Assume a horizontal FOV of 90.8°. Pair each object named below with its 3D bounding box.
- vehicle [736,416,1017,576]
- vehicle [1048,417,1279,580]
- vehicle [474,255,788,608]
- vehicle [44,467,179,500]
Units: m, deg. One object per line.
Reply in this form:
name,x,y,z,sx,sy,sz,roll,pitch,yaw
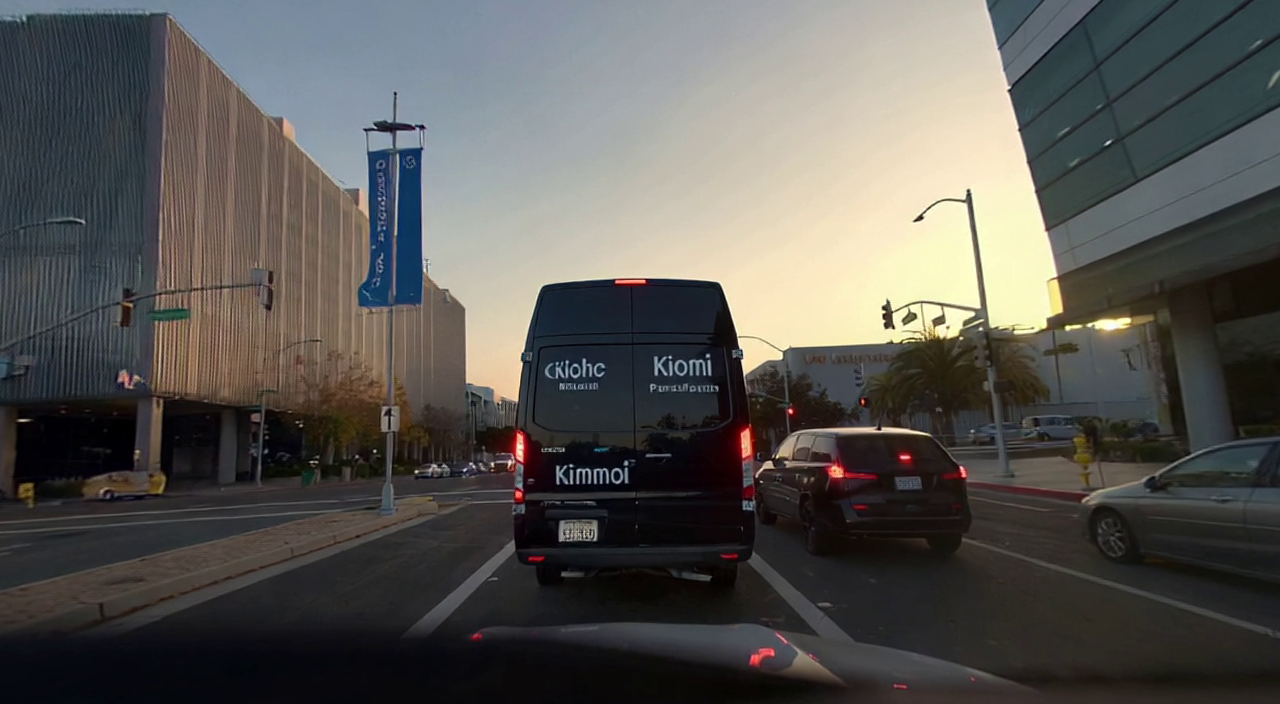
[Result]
vehicle,2.877,1.868,9.055,2.183,1.676,4.506,0,-8,-1
vehicle,7.527,1.588,7.019,1.963,1.669,4.678,3,-9,-20
vehicle,-0.036,1.169,9.105,2.613,3.035,7.342,0,-8,1
vehicle,-27.191,6.750,32.687,4.888,1.481,1.873,2,-9,-14
